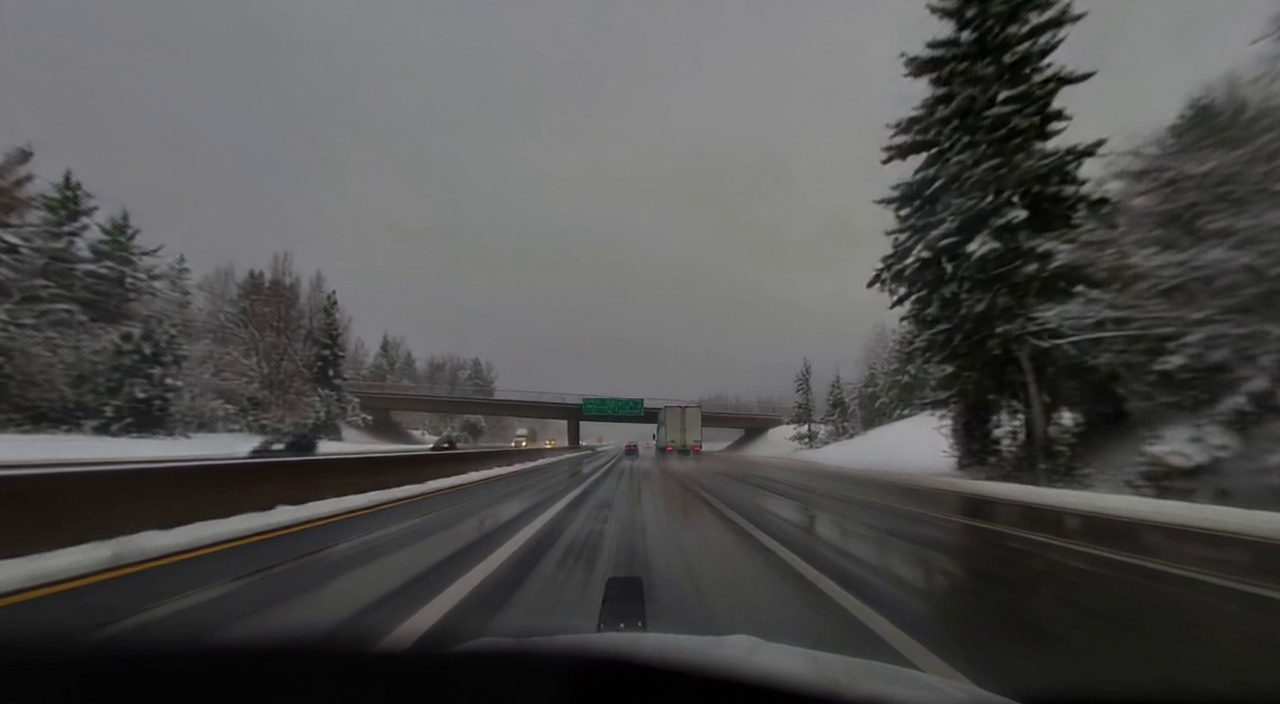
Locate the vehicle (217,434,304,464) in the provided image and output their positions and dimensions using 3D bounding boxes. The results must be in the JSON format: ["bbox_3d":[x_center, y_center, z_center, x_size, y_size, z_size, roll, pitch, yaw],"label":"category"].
[{"bbox_3d":[-19.686,5.063,32.903,1.787,1.457,4.417,0,-9,0],"label":"vehicle"}]
